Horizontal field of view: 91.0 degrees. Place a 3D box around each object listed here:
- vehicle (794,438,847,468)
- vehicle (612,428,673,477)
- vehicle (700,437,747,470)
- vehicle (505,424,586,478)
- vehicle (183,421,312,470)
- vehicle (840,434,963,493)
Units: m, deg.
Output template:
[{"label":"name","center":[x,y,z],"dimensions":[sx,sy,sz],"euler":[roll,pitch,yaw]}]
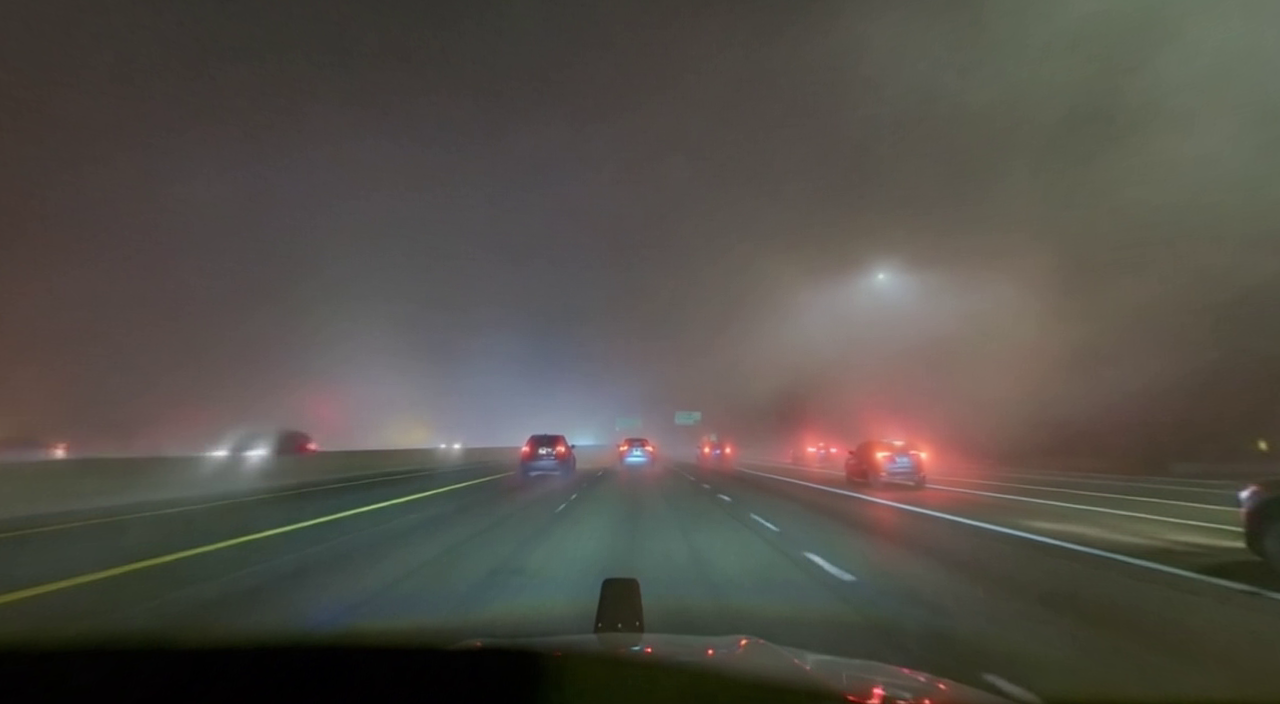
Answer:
[{"label":"vehicle","center":[11.298,6.360,39.811],"dimensions":[2.010,1.765,4.375],"euler":[1,-9,-1]},{"label":"vehicle","center":[0.093,3.893,24.487],"dimensions":[2.181,1.728,3.970],"euler":[0,-8,0]},{"label":"vehicle","center":[4.614,5.682,35.367],"dimensions":[2.022,1.682,4.226],"euler":[0,-8,0]},{"label":"vehicle","center":[-3.328,3.640,23.301],"dimensions":[2.199,1.777,4.790],"euler":[0,-8,1]},{"label":"vehicle","center":[-14.188,3.432,23.115],"dimensions":[1.885,1.593,4.292],"euler":[0,-8,1]},{"label":"vehicle","center":[7.744,3.339,19.132],"dimensions":[1.989,1.569,3.964],"euler":[0,-9,0]}]
